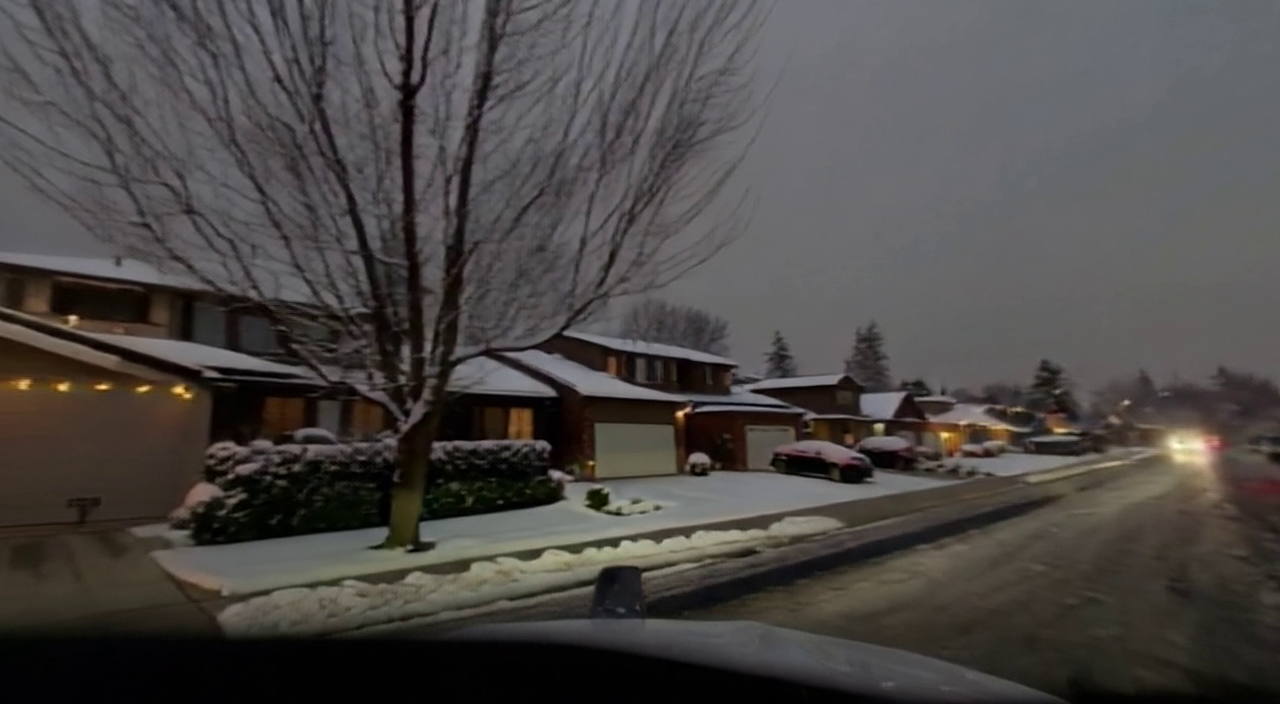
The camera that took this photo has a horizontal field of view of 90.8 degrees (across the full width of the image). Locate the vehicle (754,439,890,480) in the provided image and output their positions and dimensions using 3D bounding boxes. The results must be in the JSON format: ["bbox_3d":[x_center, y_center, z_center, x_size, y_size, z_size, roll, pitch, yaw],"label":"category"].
[{"bbox_3d":[7.280,4.332,25.636,4.916,1.485,1.807,-7,-11,38],"label":"vehicle"}]
